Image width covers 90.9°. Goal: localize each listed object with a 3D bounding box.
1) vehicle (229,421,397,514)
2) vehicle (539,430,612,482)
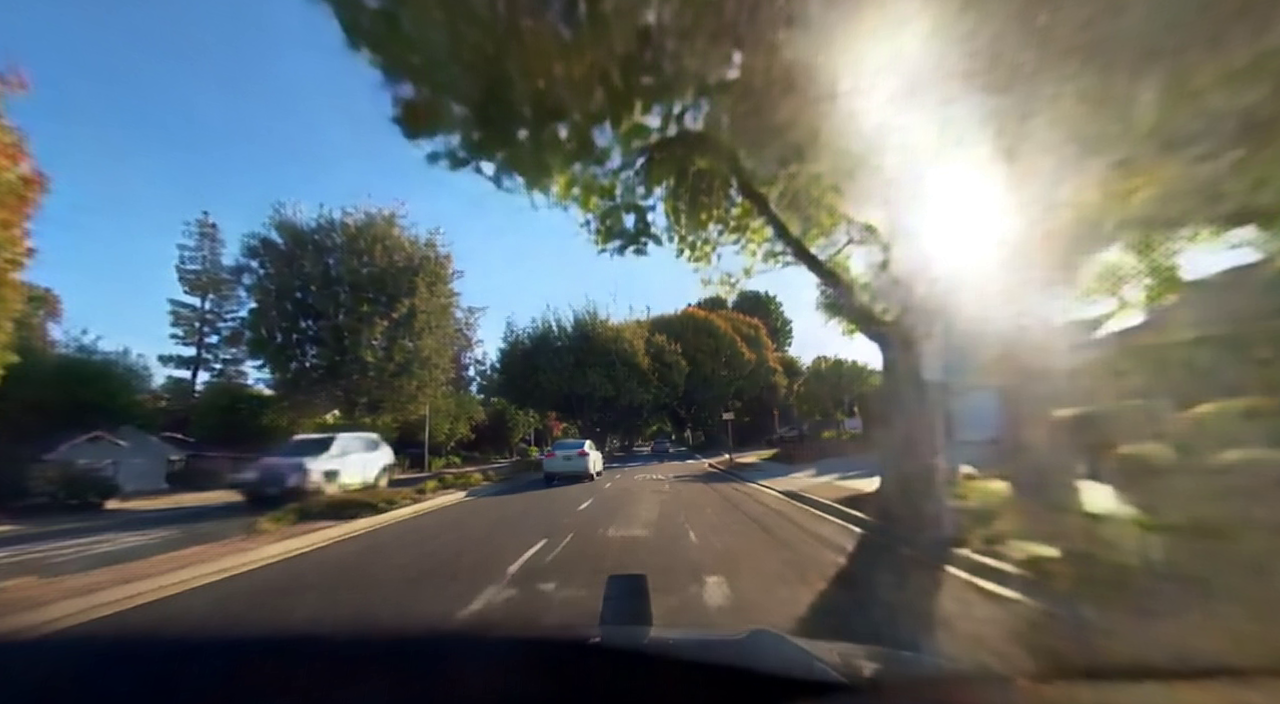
[{"bbox_3d":[-8.497,3.011,16.959,2.159,1.983,4.530,-4,-8,-1],"label":"vehicle"},{"bbox_3d":[-2.317,3.928,24.054,2.190,1.766,4.394,0,-8,2],"label":"vehicle"}]
